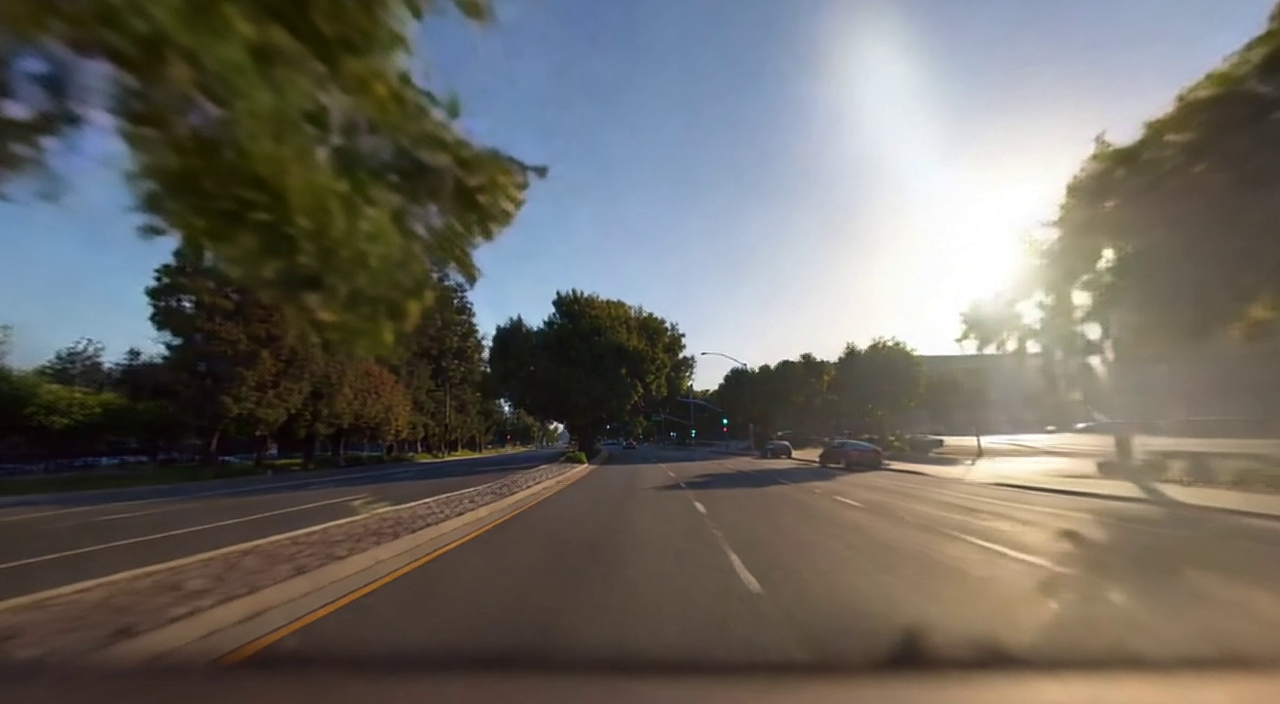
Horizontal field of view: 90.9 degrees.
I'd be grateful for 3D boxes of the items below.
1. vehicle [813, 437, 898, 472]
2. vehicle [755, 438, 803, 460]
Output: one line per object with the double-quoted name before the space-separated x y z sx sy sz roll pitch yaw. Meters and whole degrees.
"vehicle" 10.443 4.985 31.052 2.109 1.533 5.664 0 -8 -1
"vehicle" 10.471 7.343 47.785 2.034 1.551 5.228 1 -8 -5
